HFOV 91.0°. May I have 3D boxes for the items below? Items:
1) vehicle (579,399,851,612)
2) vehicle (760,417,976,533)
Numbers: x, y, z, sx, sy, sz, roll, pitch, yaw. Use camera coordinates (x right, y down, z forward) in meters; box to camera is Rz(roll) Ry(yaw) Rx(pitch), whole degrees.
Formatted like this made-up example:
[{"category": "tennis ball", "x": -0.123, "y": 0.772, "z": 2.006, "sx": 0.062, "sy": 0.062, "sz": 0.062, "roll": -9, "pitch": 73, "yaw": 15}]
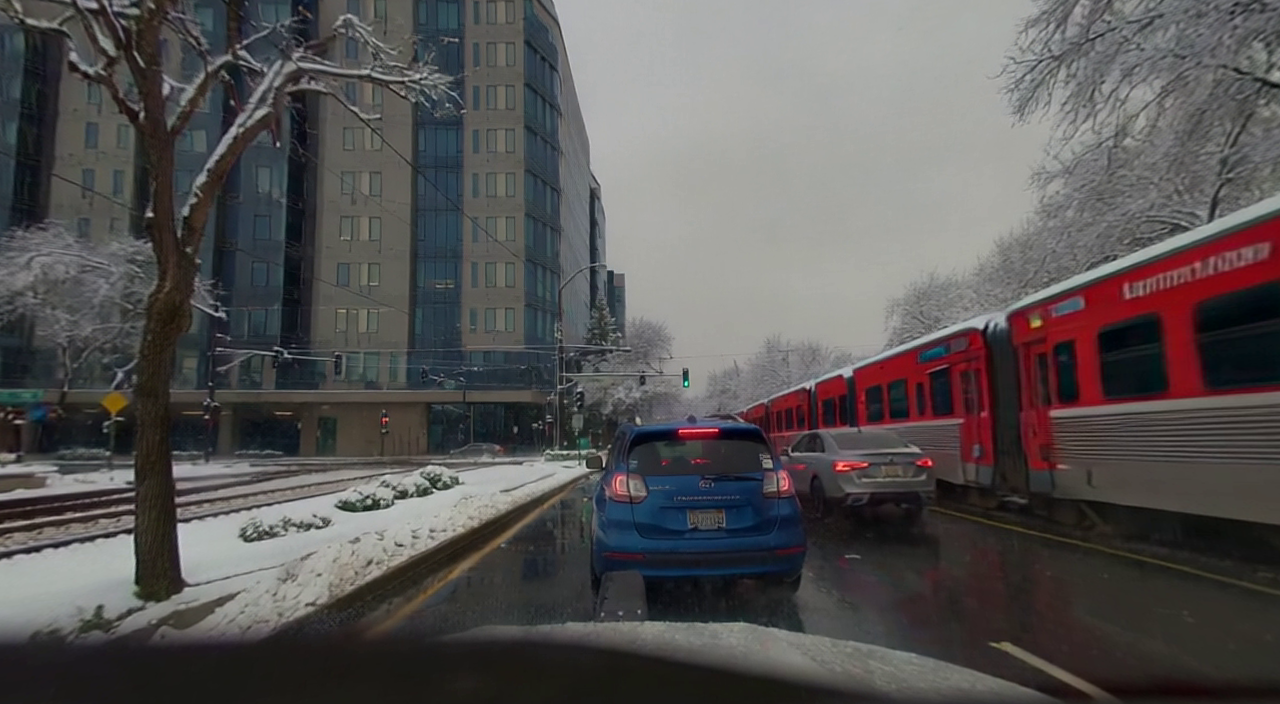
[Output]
[{"category": "vehicle", "x": 0.489, "y": 1.537, "z": 7.172, "sx": 2.190, "sy": 1.684, "sz": 4.084, "roll": 0, "pitch": -9, "yaw": -3}, {"category": "vehicle", "x": 3.870, "y": 2.200, "z": 11.832, "sx": 2.212, "sy": 1.709, "sz": 4.715, "roll": 0, "pitch": -9, "yaw": -1}]
